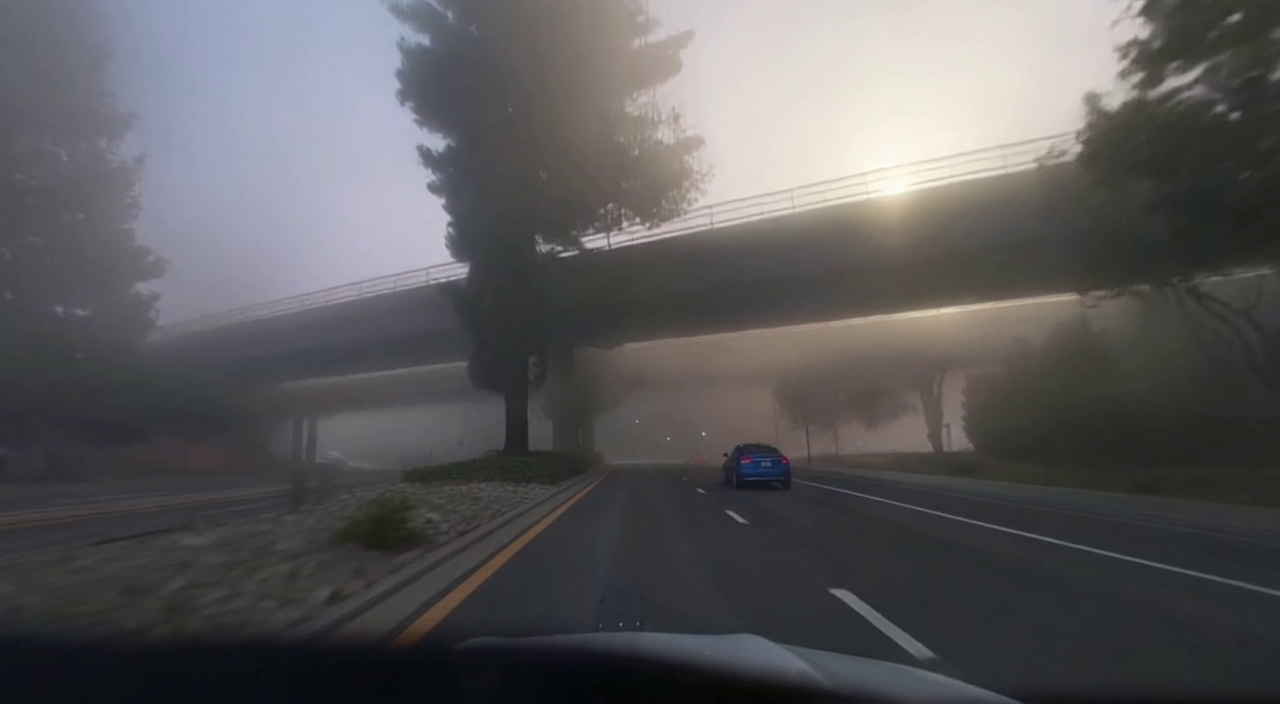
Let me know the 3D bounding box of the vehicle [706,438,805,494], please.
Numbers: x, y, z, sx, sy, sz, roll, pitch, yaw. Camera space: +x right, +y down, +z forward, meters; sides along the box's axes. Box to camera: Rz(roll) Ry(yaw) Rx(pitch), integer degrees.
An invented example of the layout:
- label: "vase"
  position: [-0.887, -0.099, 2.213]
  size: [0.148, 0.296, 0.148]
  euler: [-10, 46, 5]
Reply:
- label: "vehicle"
  position: [3.345, 3.387, 19.179]
  size: [2.062, 1.484, 4.332]
  euler: [0, -8, -1]
